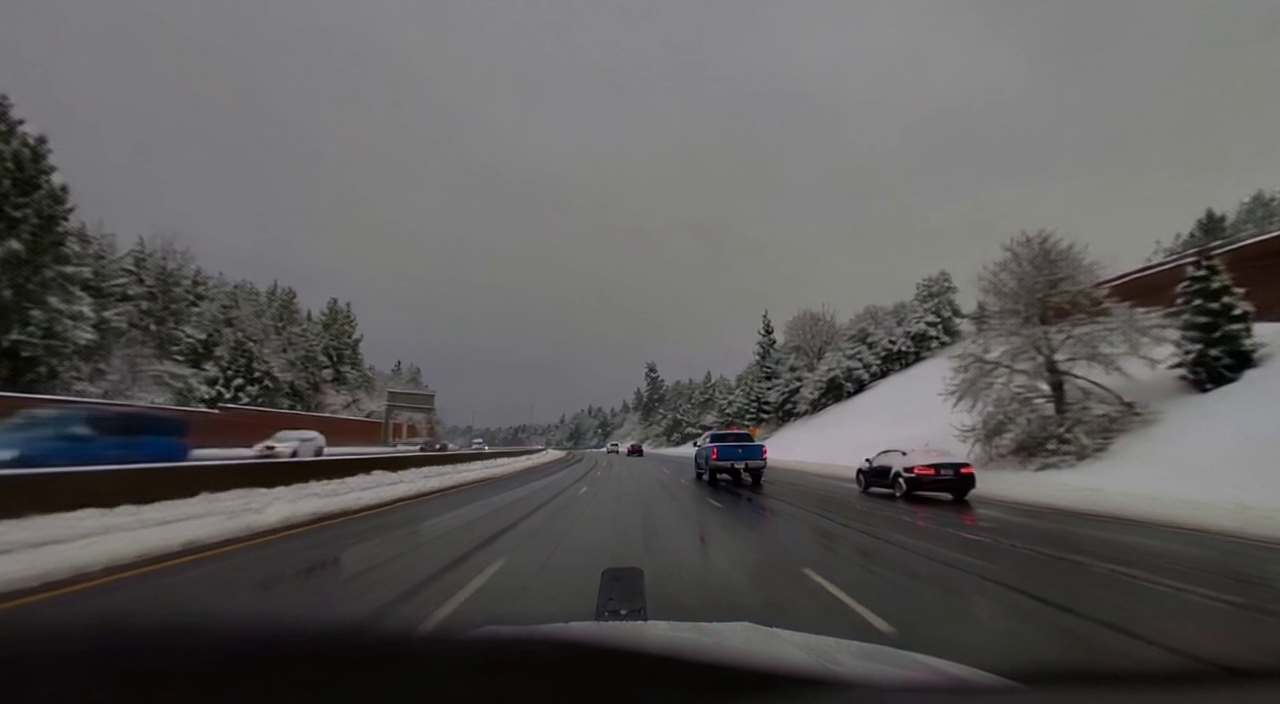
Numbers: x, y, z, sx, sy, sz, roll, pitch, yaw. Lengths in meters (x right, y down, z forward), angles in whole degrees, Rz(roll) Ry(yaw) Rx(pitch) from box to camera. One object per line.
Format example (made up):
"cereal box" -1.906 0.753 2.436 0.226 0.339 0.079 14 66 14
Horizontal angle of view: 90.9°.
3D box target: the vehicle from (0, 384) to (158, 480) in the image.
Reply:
"vehicle" -14.171 1.805 14.010 2.324 1.948 5.784 0 -8 0

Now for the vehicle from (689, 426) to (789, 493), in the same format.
"vehicle" 3.157 3.599 21.513 2.374 1.952 5.431 0 -8 -2

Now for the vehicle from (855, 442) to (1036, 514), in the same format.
"vehicle" 7.332 3.036 15.890 1.976 1.485 4.925 0 -8 -2

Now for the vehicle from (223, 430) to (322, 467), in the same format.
"vehicle" -17.711 4.669 30.667 2.118 1.616 4.575 0 -8 -1
